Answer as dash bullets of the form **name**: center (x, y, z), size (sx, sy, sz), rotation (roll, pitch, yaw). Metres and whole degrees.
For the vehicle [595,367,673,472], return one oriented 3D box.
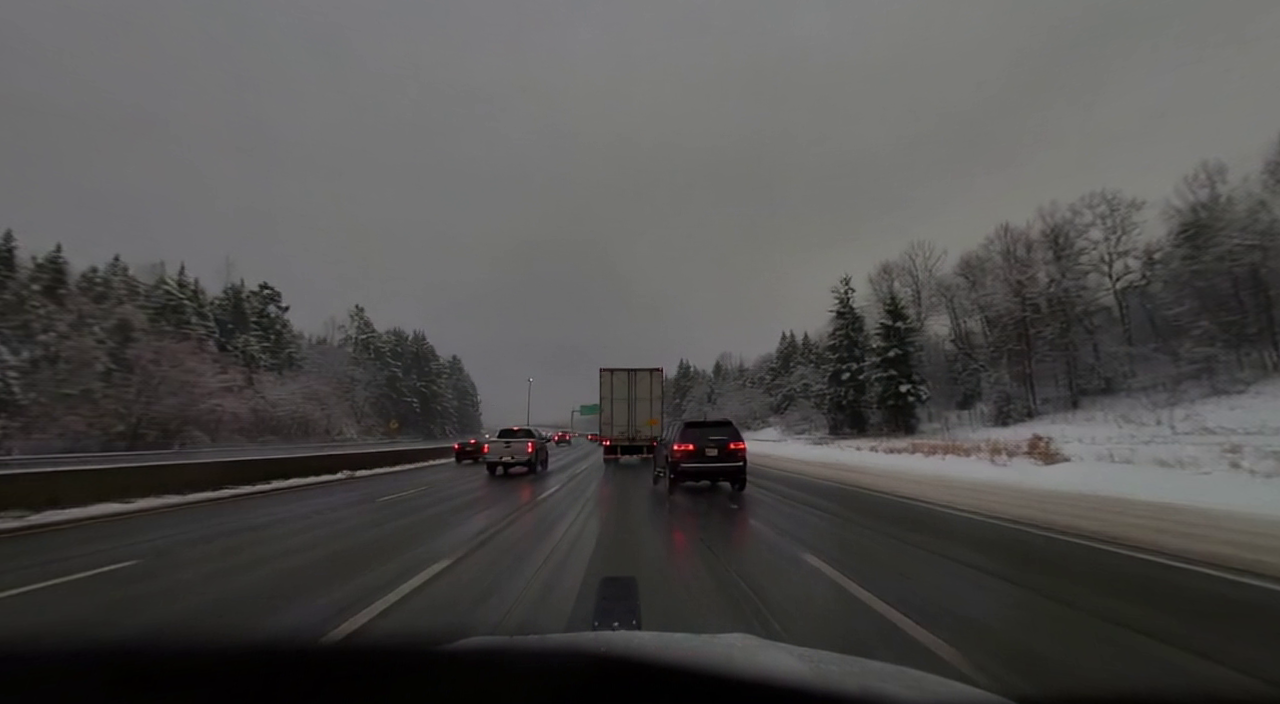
- **vehicle**: center (-0.481, 3.218, 28.782), size (2.904, 3.915, 10.473), rotation (0, -8, -3)

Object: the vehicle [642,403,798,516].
- **vehicle**: center (1.329, 2.091, 12.844), size (2.118, 1.832, 4.901), rotation (1, -8, -5)

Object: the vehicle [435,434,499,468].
- **vehicle**: center (-8.179, 4.676, 30.096), size (2.059, 1.500, 4.001), rotation (0, -8, -3)

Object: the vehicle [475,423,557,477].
- **vehicle**: center (-4.376, 3.531, 22.937), size (2.134, 1.752, 4.375), rotation (0, -8, -1)
